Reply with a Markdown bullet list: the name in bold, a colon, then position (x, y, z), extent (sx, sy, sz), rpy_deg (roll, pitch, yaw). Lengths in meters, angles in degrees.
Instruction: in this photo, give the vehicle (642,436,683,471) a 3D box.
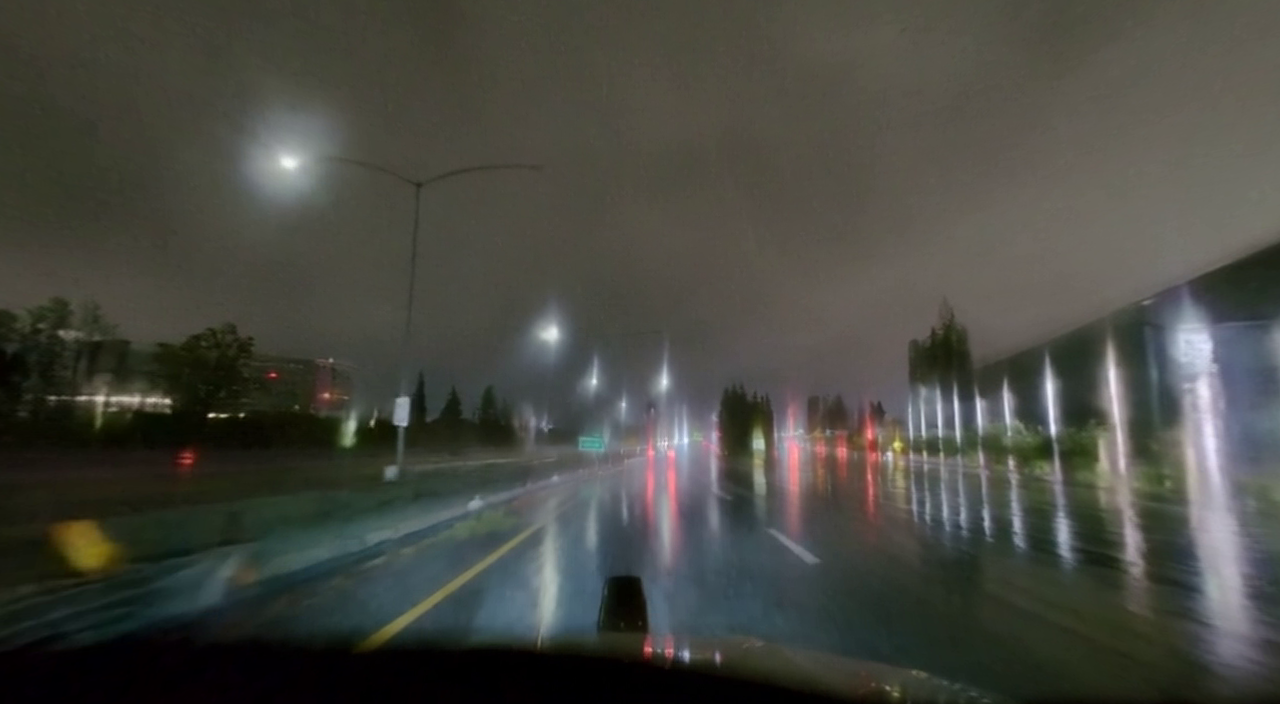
- **vehicle**: position (1.556, 6.758, 42.085), extent (2.546, 2.126, 5.153), rpy_deg (-1, -8, 3)
